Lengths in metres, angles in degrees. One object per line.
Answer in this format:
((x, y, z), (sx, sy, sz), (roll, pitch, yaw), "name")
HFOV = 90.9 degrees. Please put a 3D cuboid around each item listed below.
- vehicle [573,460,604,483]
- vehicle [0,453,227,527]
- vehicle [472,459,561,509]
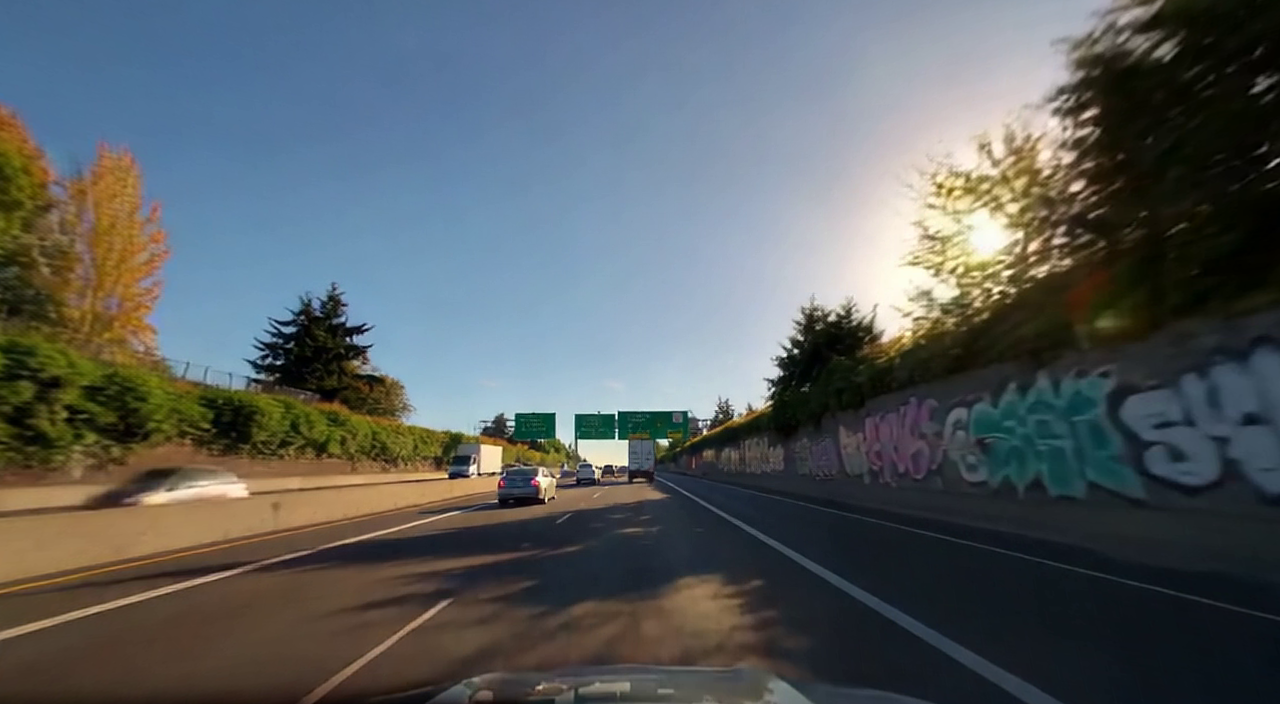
((-3.903, 9.141, 48.255), (2.032, 1.625, 4.023), (0, -10, 0), "vehicle")
((-12.449, 3.281, 15.360), (1.874, 1.514, 4.246), (1, -10, -1), "vehicle")
((-3.960, 4.355, 21.037), (2.054, 1.443, 4.131), (0, -10, 1), "vehicle")
